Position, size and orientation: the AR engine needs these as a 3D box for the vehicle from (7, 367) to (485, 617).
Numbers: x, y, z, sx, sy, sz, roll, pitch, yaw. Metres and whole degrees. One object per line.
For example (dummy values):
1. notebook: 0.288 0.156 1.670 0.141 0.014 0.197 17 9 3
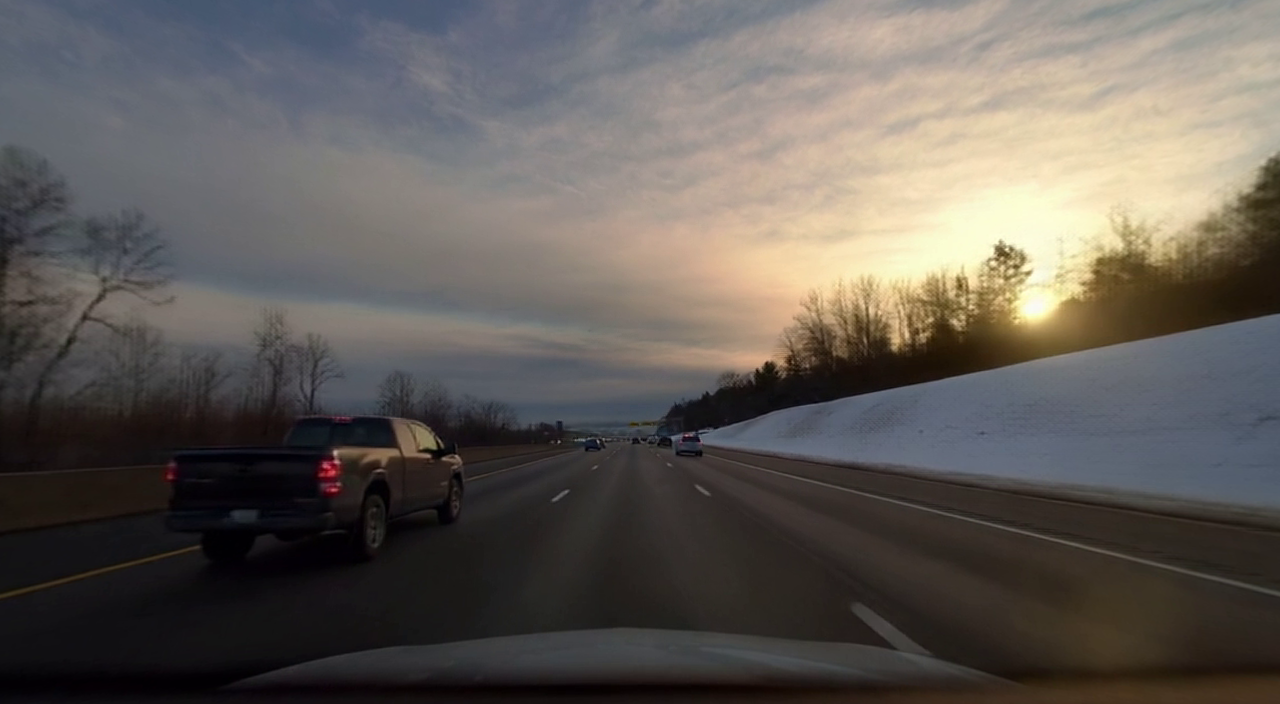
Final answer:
1. vehicle: -3.377 1.304 6.858 2.185 1.772 4.656 0 -8 0

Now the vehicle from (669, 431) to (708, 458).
1. vehicle: 3.168 6.171 41.971 2.124 1.696 4.173 0 -8 -2
